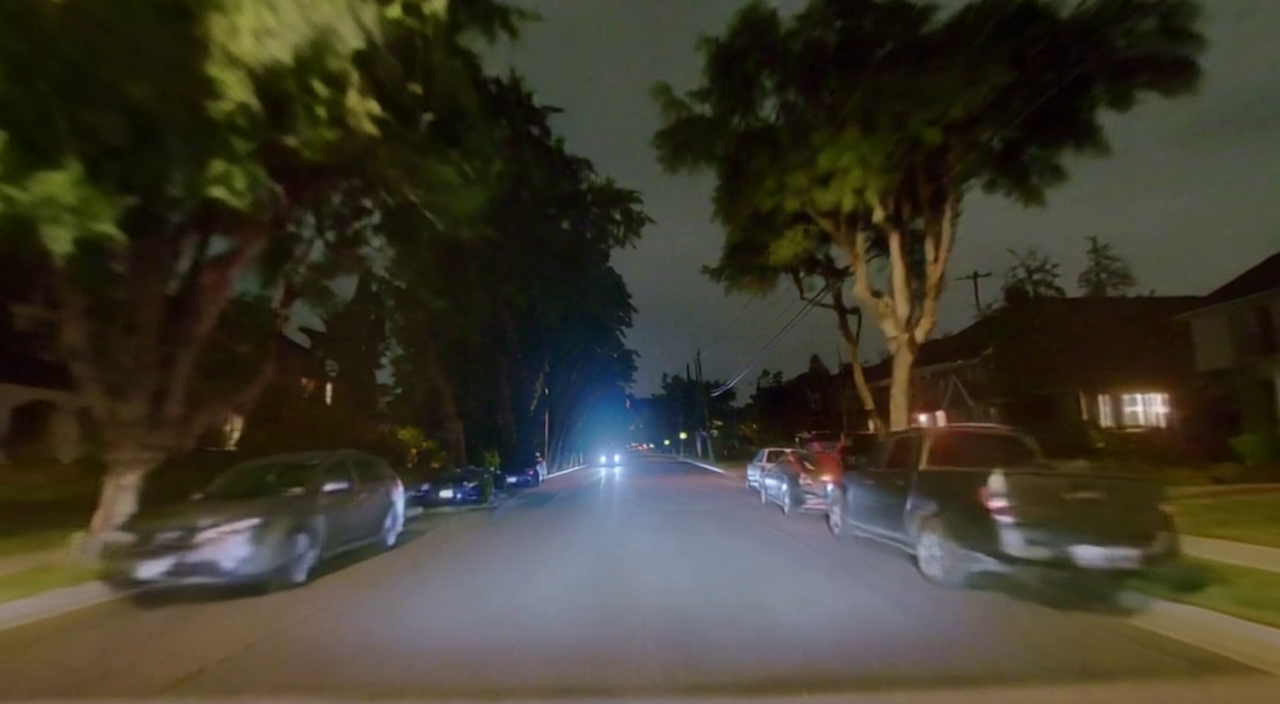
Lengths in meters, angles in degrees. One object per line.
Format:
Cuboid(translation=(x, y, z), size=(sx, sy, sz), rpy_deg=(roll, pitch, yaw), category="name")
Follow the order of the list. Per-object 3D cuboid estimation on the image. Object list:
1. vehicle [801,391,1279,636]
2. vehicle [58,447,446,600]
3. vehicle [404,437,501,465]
Cuboid(translation=(3.939, 1.707, 7.914), size=(2.350, 1.912, 5.696), rpy_deg=(0, -9, 0), category="vehicle")
Cuboid(translation=(-4.426, 2.038, 8.327), size=(2.234, 1.377, 4.413), rpy_deg=(-2, -10, 1), category="vehicle")
Cuboid(translation=(-12.797, 6.827, 43.463), size=(5.863, 1.773, 2.451), rpy_deg=(0, -10, -3), category="vehicle")
